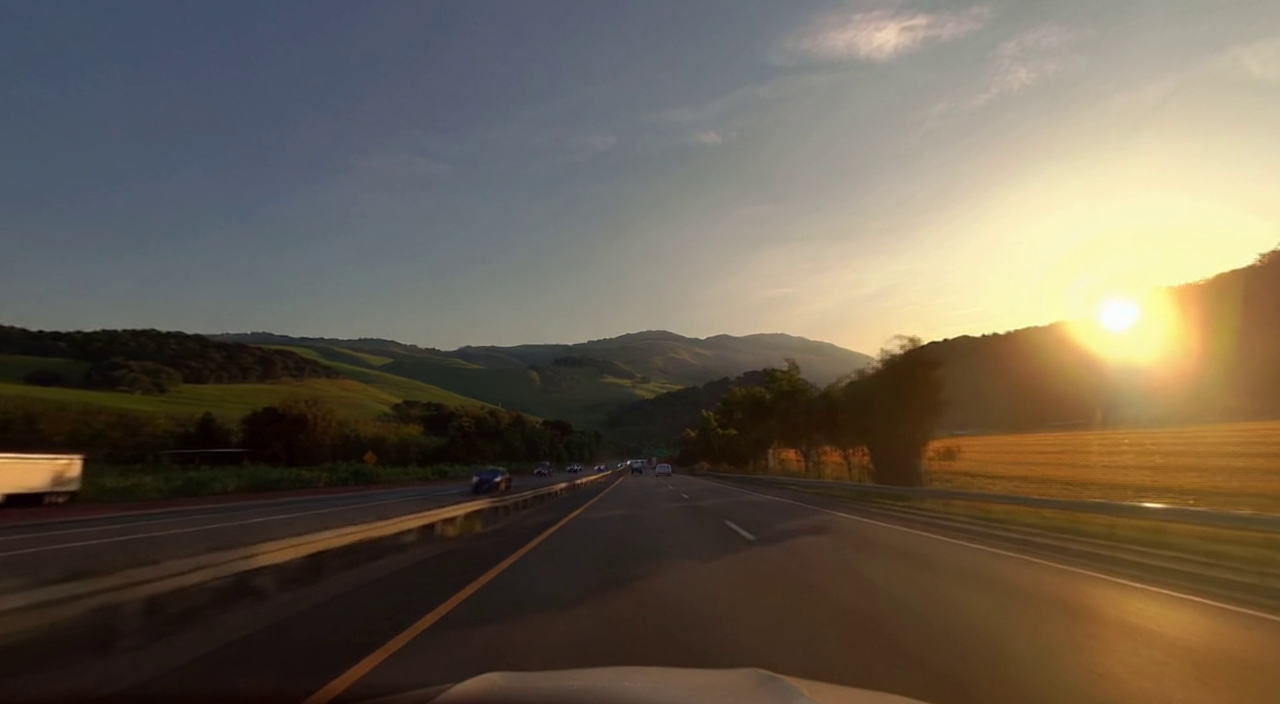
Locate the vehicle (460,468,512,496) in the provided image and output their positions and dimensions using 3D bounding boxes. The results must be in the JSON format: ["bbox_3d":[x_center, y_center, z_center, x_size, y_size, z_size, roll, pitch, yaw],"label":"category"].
[{"bbox_3d":[-8.816,7.441,36.244,1.902,1.477,4.113,1,-10,0],"label":"vehicle"}]
